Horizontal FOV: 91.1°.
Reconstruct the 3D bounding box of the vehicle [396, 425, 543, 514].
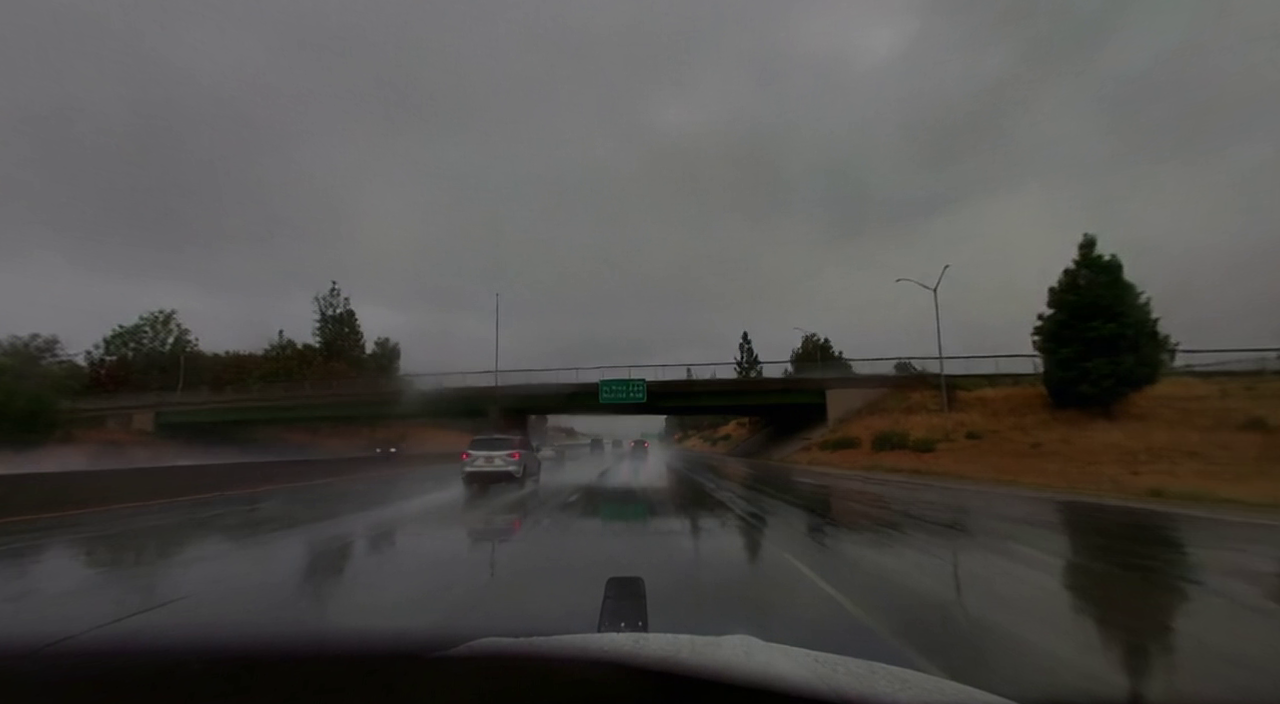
[{"bbox_3d":[-3.661,2.606,14.436,2.048,1.705,4.384,0,-8,1],"label":"vehicle"}]
